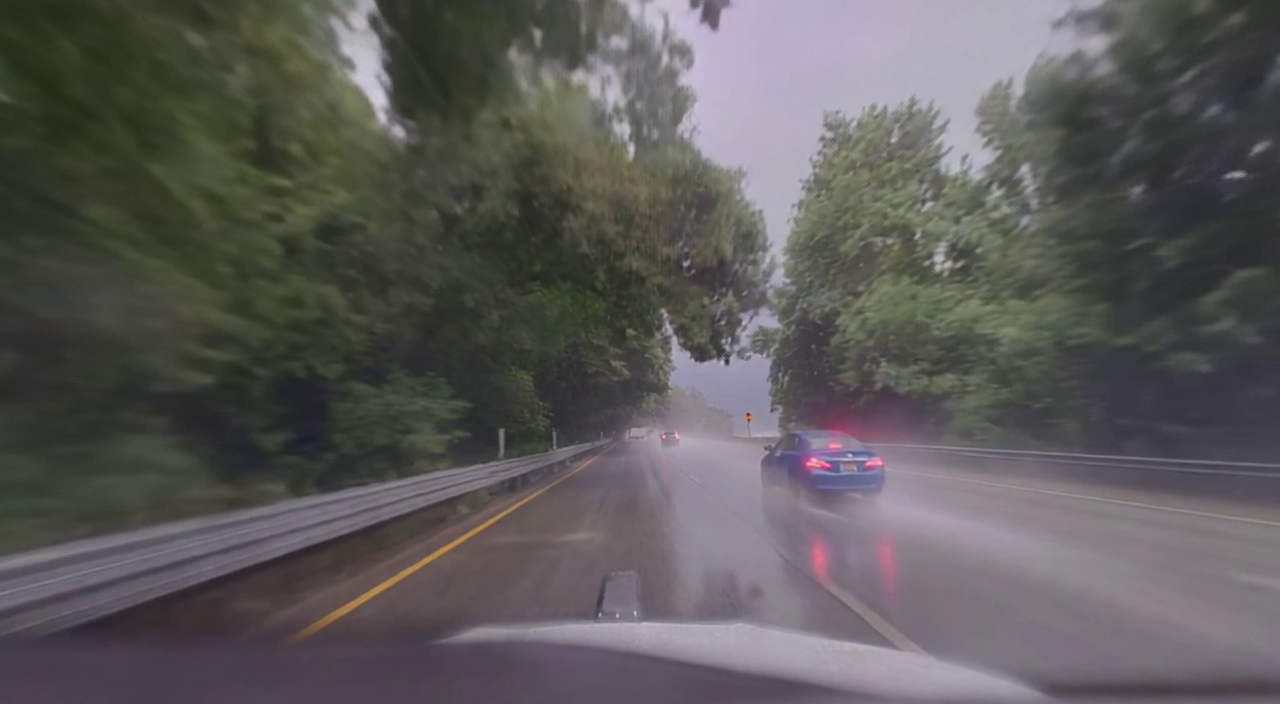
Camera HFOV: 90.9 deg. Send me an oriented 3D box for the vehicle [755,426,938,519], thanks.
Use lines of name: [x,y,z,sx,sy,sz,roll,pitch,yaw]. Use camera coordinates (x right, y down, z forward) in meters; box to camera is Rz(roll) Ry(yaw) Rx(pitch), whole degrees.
vehicle: [3.792,2.264,12.528,2.017,1.502,4.369,0,-8,-2]
